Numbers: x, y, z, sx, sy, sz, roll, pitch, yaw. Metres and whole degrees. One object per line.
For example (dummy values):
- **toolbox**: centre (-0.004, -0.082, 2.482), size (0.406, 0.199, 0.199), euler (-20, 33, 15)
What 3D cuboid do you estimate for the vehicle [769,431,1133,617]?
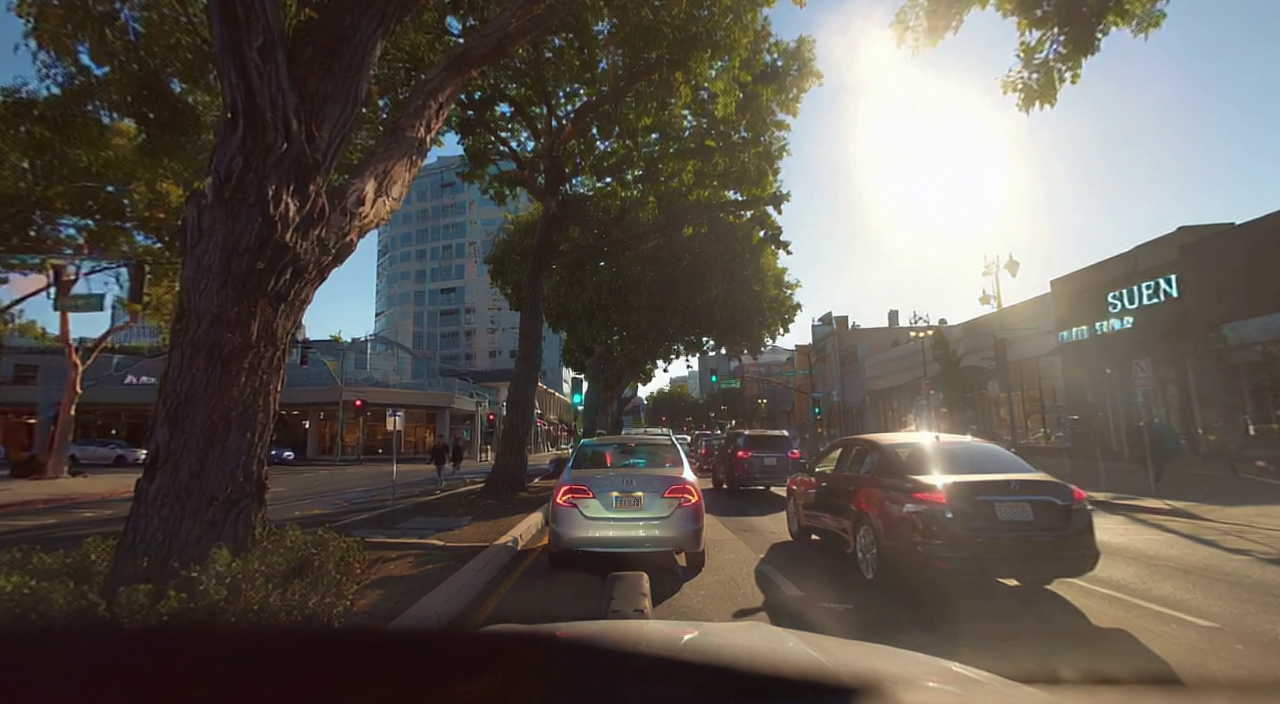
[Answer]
- **vehicle**: centre (2.909, 1.680, 7.182), size (1.893, 1.446, 4.270), euler (0, -8, -1)

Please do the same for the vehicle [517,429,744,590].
- **vehicle**: centre (-0.103, 1.761, 7.942), size (2.087, 1.456, 4.143), euler (0, -8, -1)
